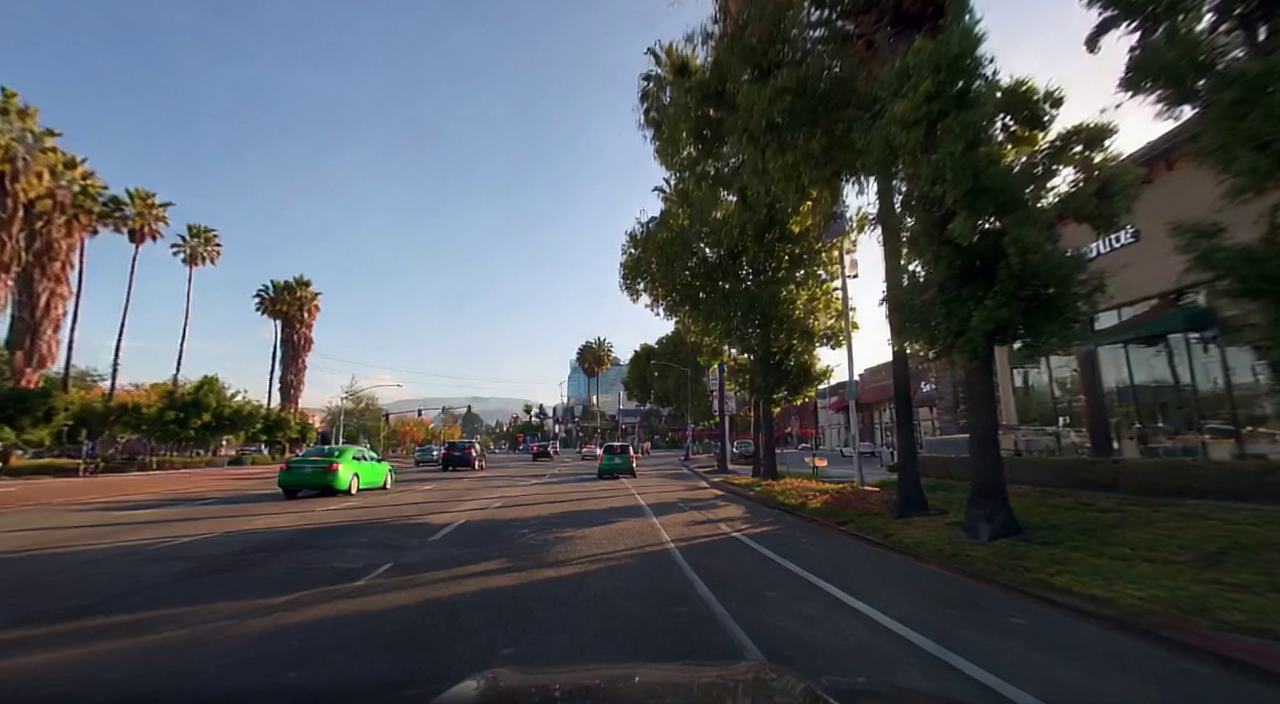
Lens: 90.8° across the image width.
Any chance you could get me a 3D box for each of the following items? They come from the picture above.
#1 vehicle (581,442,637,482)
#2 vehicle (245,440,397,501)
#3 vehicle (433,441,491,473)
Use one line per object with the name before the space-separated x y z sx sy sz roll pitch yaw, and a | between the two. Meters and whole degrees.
vehicle | -1.202 4.593 26.685 2.070 1.493 4.570 0 -9 1
vehicle | -8.585 3.211 17.558 1.958 1.455 4.504 0 -9 -1
vehicle | -9.921 5.863 35.590 2.108 1.669 5.076 1 -9 -4
